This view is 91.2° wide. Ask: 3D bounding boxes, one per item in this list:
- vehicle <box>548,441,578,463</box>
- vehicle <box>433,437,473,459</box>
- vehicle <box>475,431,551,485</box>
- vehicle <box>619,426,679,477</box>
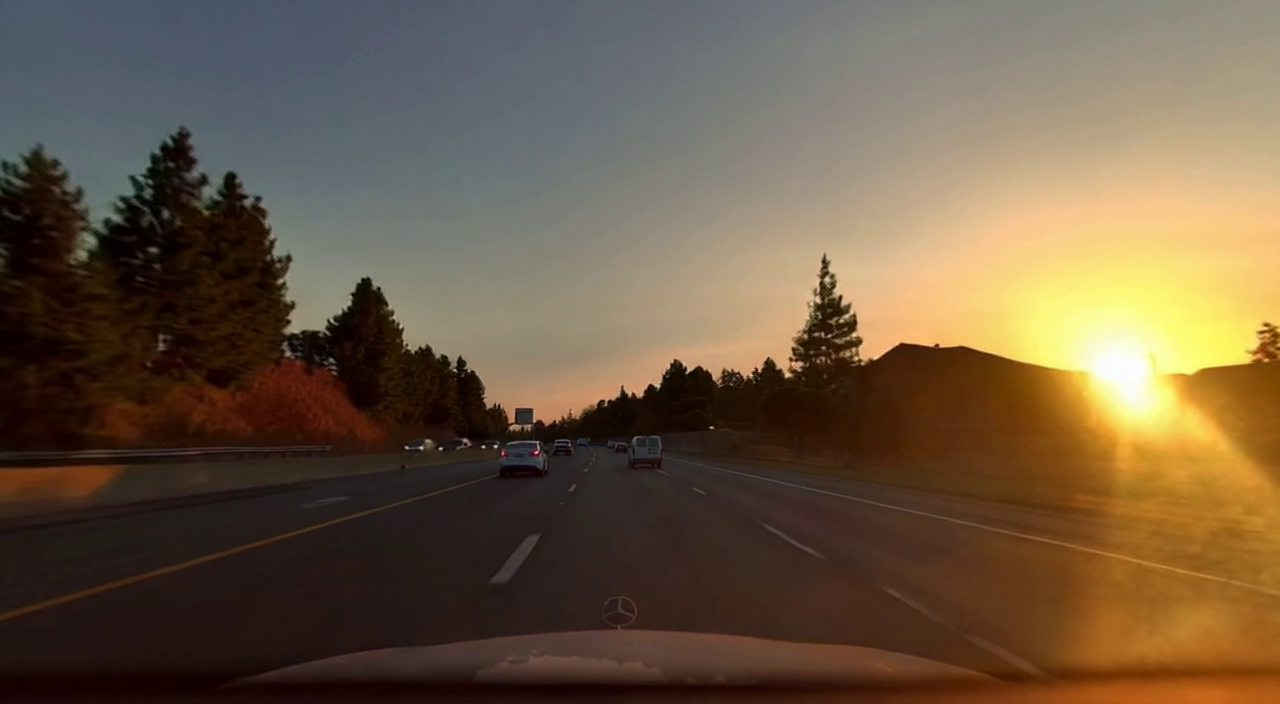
[{"bbox_3d":[-5.533,7.261,45.422,1.809,1.510,4.235,0,-9,-2],"label":"vehicle"},{"bbox_3d":[-14.688,7.593,49.499,1.915,1.638,4.443,0,-9,-2],"label":"vehicle"},{"bbox_3d":[-4.422,3.759,22.444,1.963,1.711,4.284,0,-9,-2],"label":"vehicle"},{"bbox_3d":[0.267,4.173,26.378,2.179,1.930,4.538,0,-9,-3],"label":"vehicle"}]
